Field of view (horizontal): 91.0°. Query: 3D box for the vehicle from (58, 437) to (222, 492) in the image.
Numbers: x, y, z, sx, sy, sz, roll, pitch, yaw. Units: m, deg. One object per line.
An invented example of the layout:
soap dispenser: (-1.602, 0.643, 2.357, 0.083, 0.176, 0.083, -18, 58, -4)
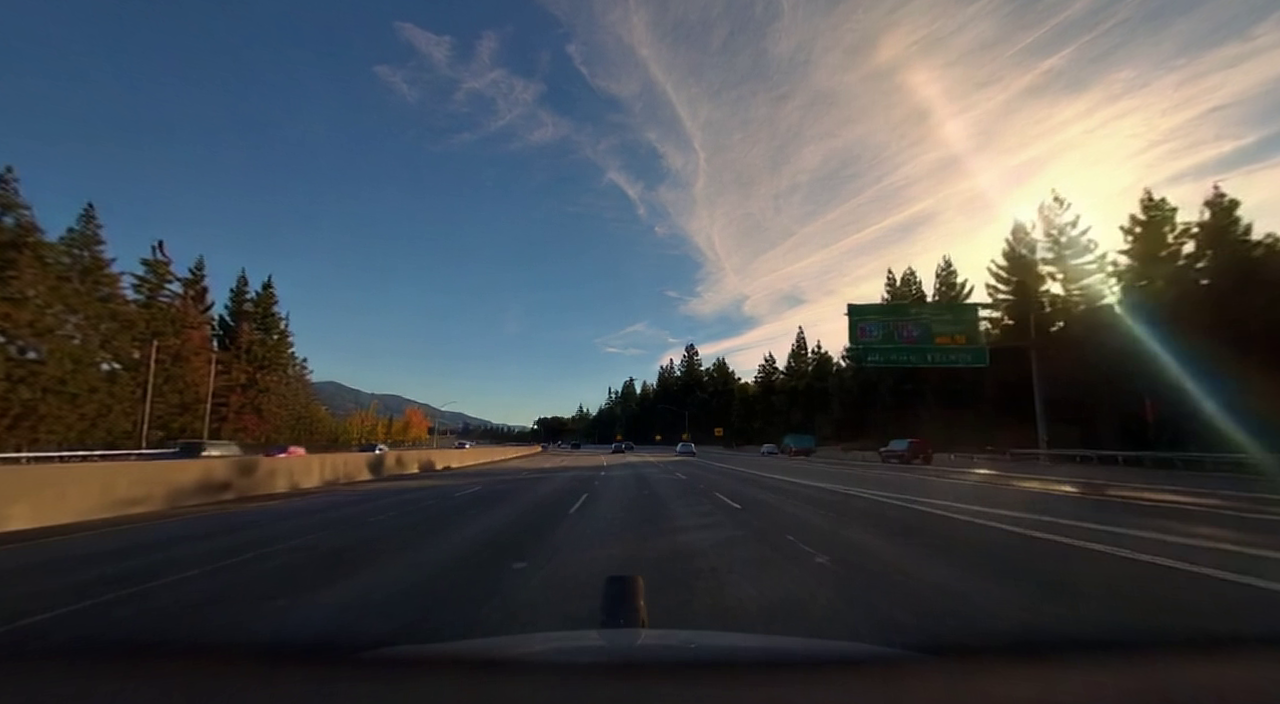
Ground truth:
vehicle: (-16.687, 3.779, 21.386, 1.900, 1.651, 4.421, 0, -9, 0)

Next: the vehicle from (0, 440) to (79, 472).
vehicle: (-34.613, 5.850, 35.429, 1.918, 1.668, 4.607, 0, -9, -3)

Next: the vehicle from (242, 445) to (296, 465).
vehicle: (-29.132, 8.072, 49.588, 1.803, 1.485, 4.232, 0, -9, -2)

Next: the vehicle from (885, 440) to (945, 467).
vehicle: (17.202, 6.390, 39.640, 1.955, 1.607, 4.232, 0, -9, 1)
